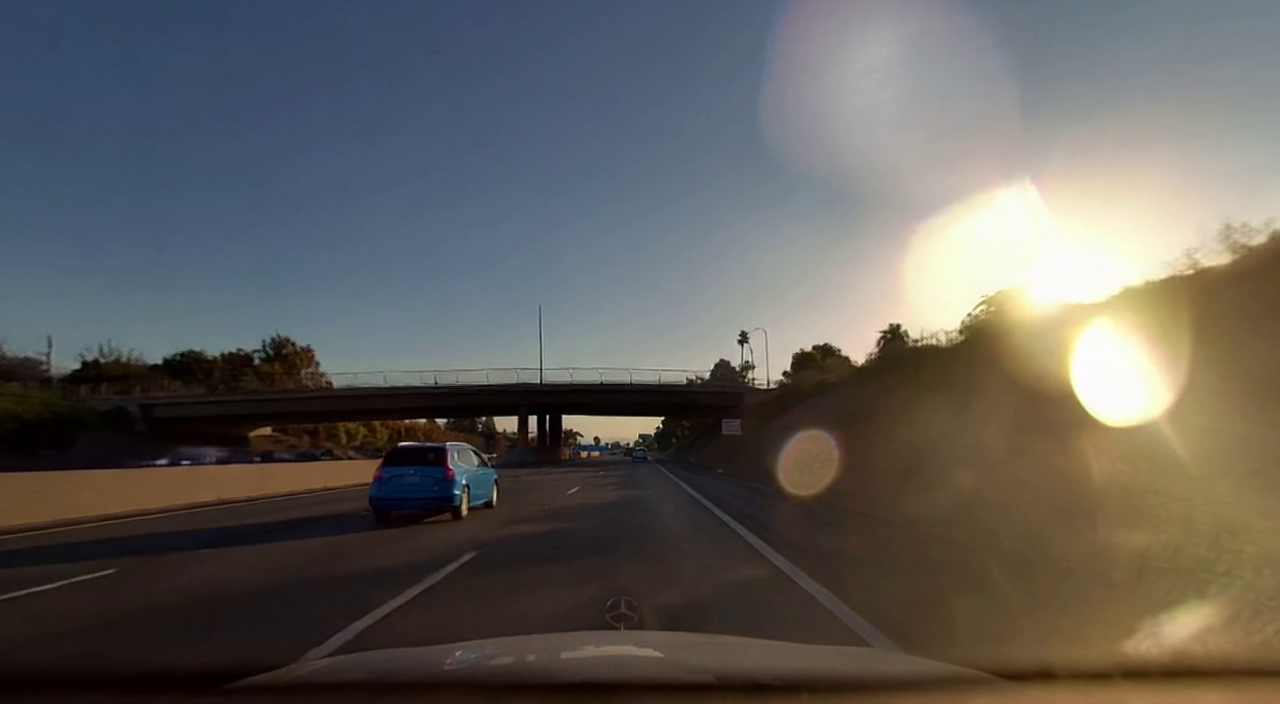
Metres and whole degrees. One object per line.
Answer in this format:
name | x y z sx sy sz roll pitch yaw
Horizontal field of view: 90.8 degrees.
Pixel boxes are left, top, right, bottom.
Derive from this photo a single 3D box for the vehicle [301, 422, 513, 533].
vehicle | -4.236 2.396 12.666 2.272 1.759 5.058 0 -9 1
